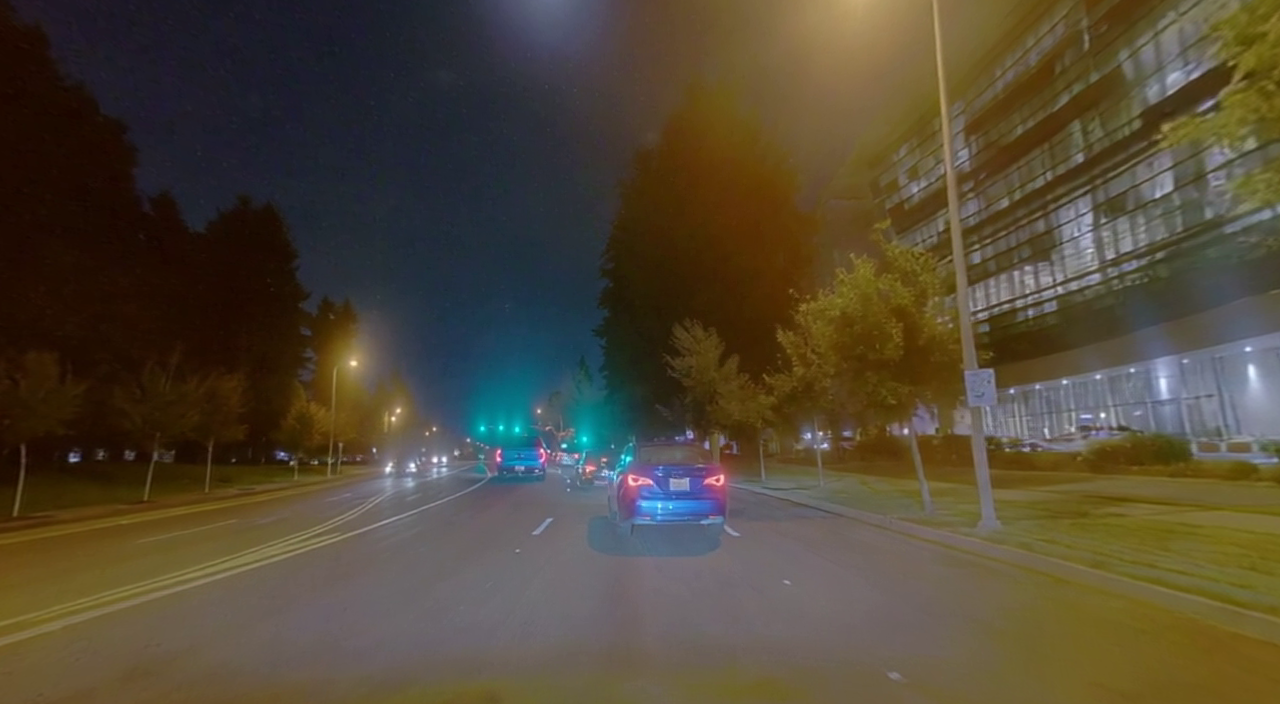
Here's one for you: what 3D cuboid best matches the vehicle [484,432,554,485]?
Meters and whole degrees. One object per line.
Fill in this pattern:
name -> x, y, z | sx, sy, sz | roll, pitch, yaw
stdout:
vehicle -> -5.037, 4.537, 27.183 | 2.512, 1.992, 5.725 | 1, -9, -7

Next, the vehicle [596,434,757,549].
vehicle -> 0.362, 2.202, 10.656 | 2.142, 1.528, 4.133 | 1, -9, -5
